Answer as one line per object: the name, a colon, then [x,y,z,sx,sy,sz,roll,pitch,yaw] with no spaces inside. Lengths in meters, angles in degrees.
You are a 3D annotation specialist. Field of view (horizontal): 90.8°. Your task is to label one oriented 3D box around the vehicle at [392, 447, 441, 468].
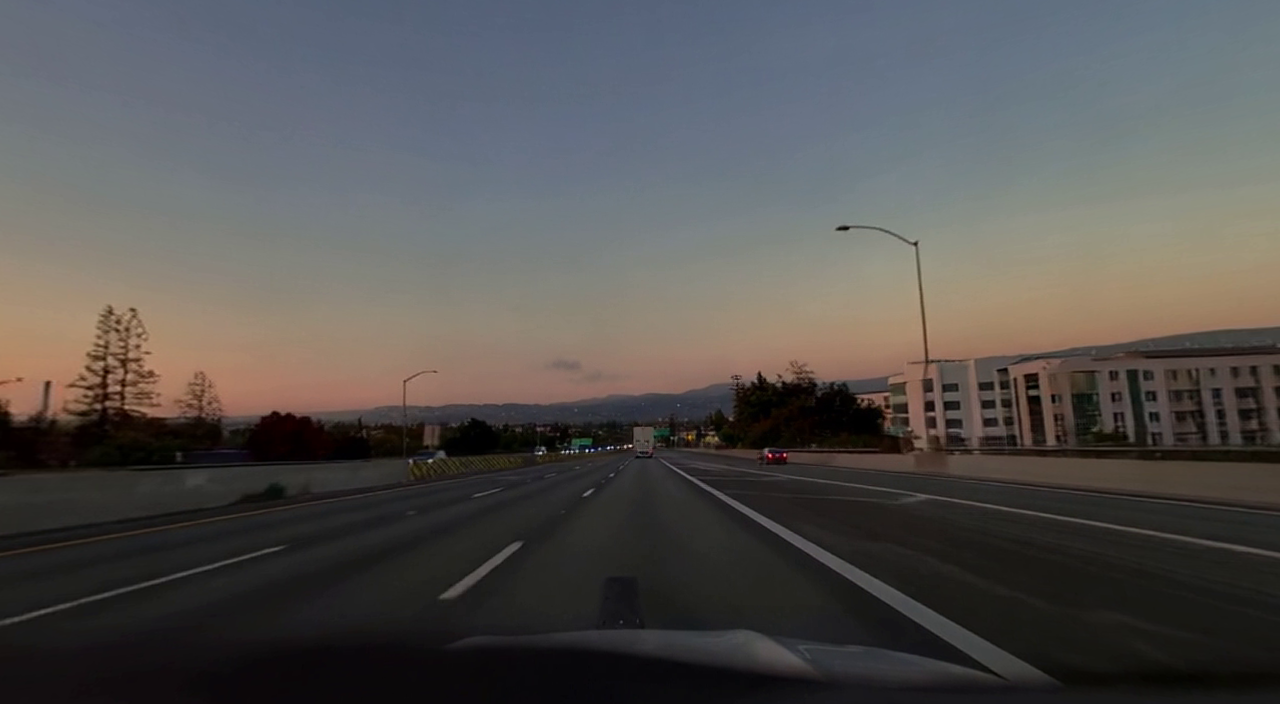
vehicle: [-15.966,7.564,45.314,1.958,1.452,4.262,0,-9,1]
